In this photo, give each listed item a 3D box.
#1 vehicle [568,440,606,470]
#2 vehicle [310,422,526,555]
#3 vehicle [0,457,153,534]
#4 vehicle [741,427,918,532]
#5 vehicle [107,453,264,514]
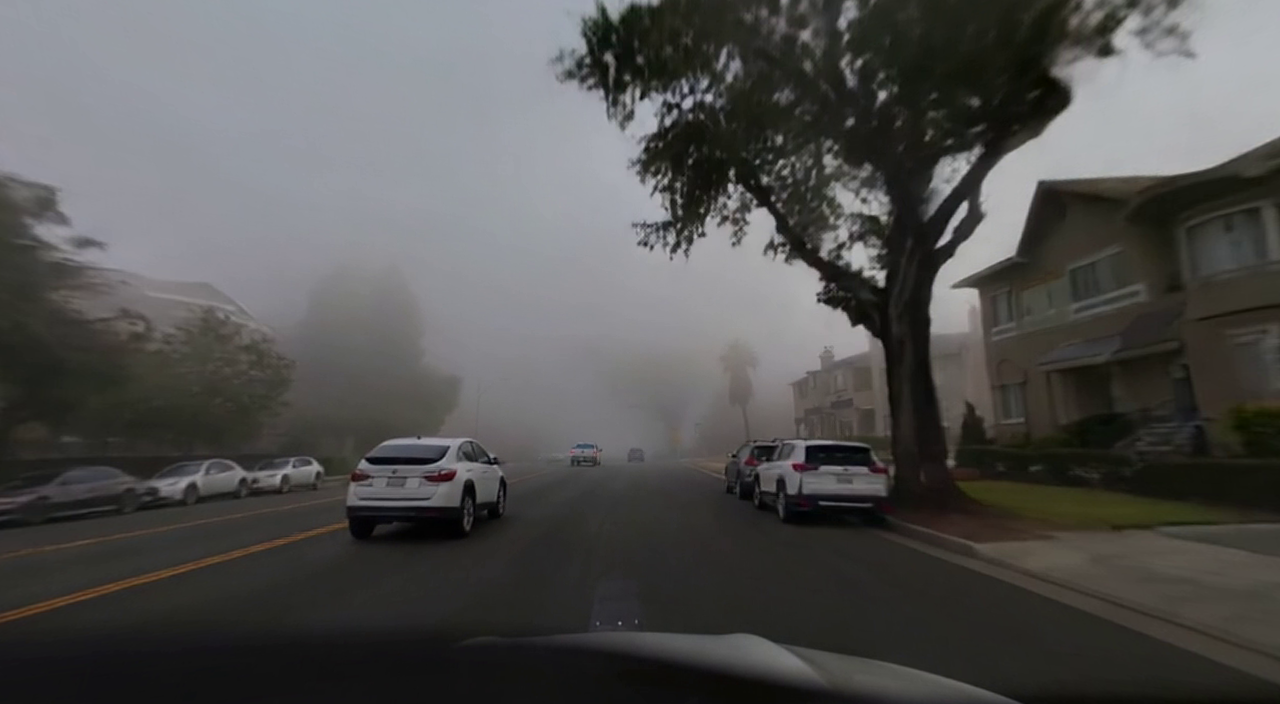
[{"bbox_3d":[-3.408,6.721,41.277,1.994,1.810,5.057,0,-9,1],"label":"vehicle"},{"bbox_3d":[-3.173,2.021,9.990,1.929,1.651,3.948,0,-9,0],"label":"vehicle"},{"bbox_3d":[-13.731,3.167,14.394,1.787,1.461,4.367,0,-9,-2],"label":"vehicle"},{"bbox_3d":[3.707,2.605,13.626,2.125,1.768,5.544,0,-9,0],"label":"vehicle"},{"bbox_3d":[-13.785,3.961,19.475,1.812,1.467,4.253,-4,-8,-2],"label":"vehicle"}]
